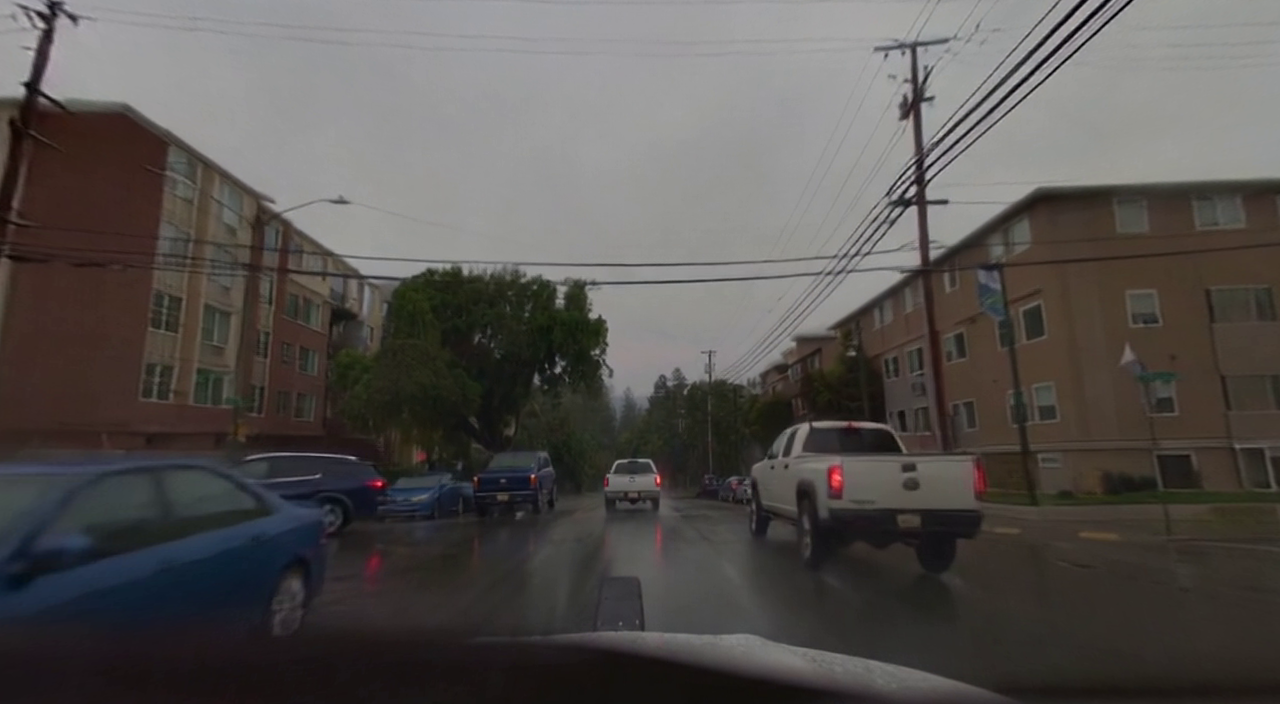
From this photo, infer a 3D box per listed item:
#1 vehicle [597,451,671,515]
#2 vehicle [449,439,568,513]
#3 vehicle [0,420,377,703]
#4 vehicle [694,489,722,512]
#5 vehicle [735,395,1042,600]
[{"bbox_3d":[-0.170,4.592,22.023,2.308,1.940,4.125,-1,-12,0],"label":"vehicle"},{"bbox_3d":[-3.702,3.925,19.184,2.330,1.859,6.068,0,-15,0],"label":"vehicle"},{"bbox_3d":[-3.078,1.088,2.939,1.868,1.462,4.385,0,-8,-1],"label":"vehicle"},{"bbox_3d":[5.199,11.421,48.792,1.725,1.442,3.740,0,-8,-1],"label":"vehicle"},{"bbox_3d":[2.695,1.707,8.369,2.027,1.907,4.736,0,-8,-1],"label":"vehicle"}]
